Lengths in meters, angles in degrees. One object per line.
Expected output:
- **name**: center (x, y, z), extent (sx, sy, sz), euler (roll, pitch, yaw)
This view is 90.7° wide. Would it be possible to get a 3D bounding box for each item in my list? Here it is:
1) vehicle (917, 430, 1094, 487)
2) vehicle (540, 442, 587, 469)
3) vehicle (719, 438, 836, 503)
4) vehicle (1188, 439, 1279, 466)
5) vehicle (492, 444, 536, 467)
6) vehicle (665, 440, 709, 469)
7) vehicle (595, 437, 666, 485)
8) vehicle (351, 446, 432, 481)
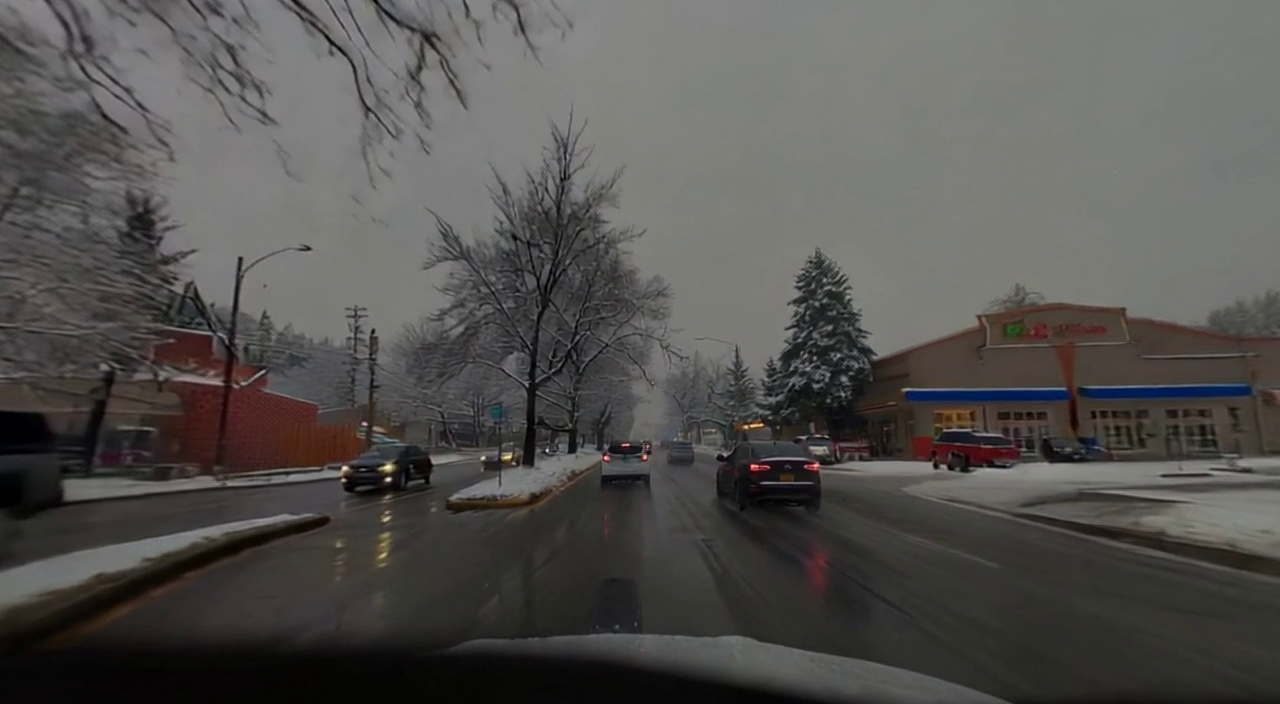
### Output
- **vehicle**: center (11.387, 3.316, 19.894), extent (4.291, 1.652, 2.122), euler (1, -9, -7)
- **vehicle**: center (-4.467, 6.105, 37.492), extent (2.129, 1.459, 4.358), euler (0, -9, 1)
- **vehicle**: center (3.426, 3.038, 16.670), extent (2.060, 1.471, 4.168), euler (0, -9, -1)
- **vehicle**: center (33.603, 5.544, 35.090), extent (4.641, 1.440, 1.810), euler (0, -8, 1)
- **vehicle**: center (-8.556, 7.057, 43.423), extent (2.116, 1.486, 4.669), euler (0, -9, 0)
- **vehicle**: center (2.607, 5.813, 36.028), extent (2.098, 1.527, 3.966), euler (0, -9, -2)
- **vehicle**: center (-0.307, 3.751, 22.083), extent (2.232, 1.508, 4.319), euler (0, -8, 0)
- **vehicle**: center (-11.350, 5.092, 29.245), extent (1.919, 1.497, 4.565), euler (0, -9, 0)
